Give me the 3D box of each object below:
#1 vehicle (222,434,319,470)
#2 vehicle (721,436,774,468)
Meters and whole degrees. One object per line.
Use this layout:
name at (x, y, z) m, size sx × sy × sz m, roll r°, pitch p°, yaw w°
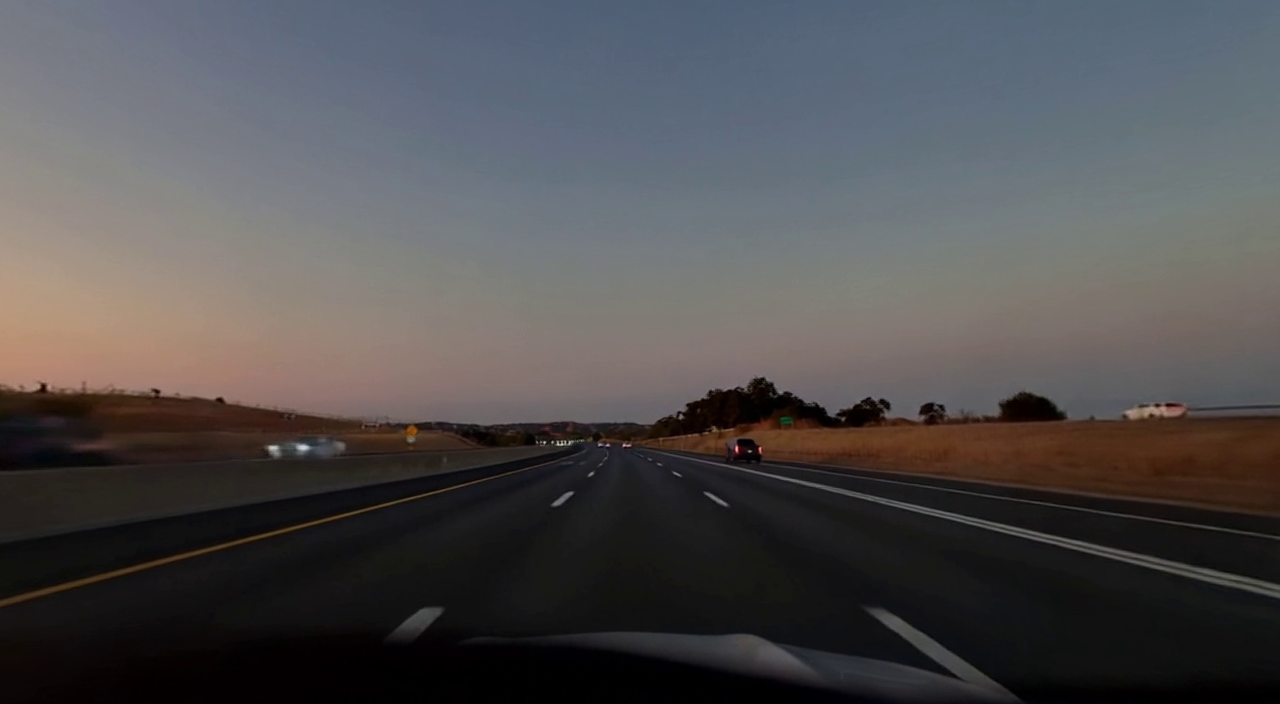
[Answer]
vehicle at (-18.192, 4.961, 31.426) m, size 1.924 × 1.597 × 4.899 m, roll 1°, pitch -9°, yaw -1°
vehicle at (6.146, 5.828, 36.757) m, size 2.104 × 1.723 × 4.538 m, roll 1°, pitch -9°, yaw -2°
